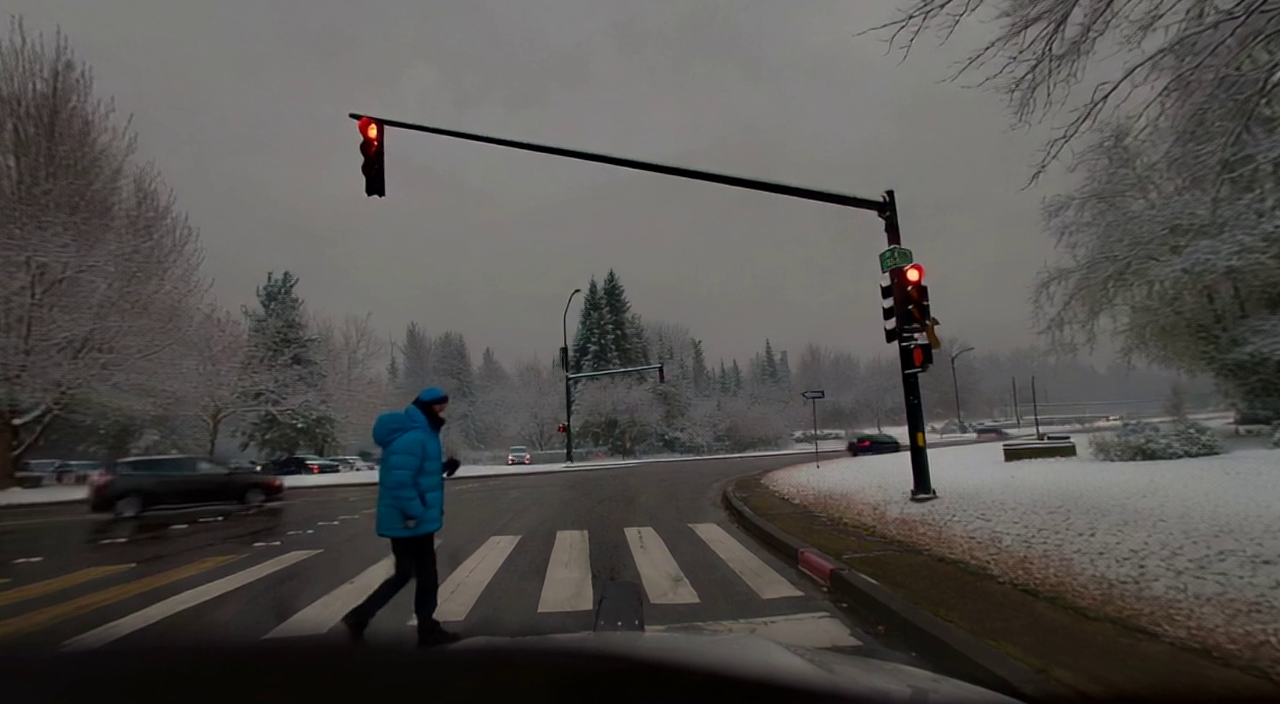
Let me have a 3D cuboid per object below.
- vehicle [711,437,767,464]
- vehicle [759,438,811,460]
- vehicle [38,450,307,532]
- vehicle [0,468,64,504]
[{"bbox_3d":[6.964,6.897,43.955,1.867,1.743,4.259,-8,-11,40],"label":"vehicle"},{"bbox_3d":[11.481,7.640,49.354,1.979,1.659,4.907,-8,-11,39],"label":"vehicle"},{"bbox_3d":[-10.932,3.168,15.028,1.915,1.586,4.734,-7,-11,39],"label":"vehicle"},{"bbox_3d":[-30.339,6.449,30.348,1.800,1.520,3.968,2,-9,-14],"label":"vehicle"}]
